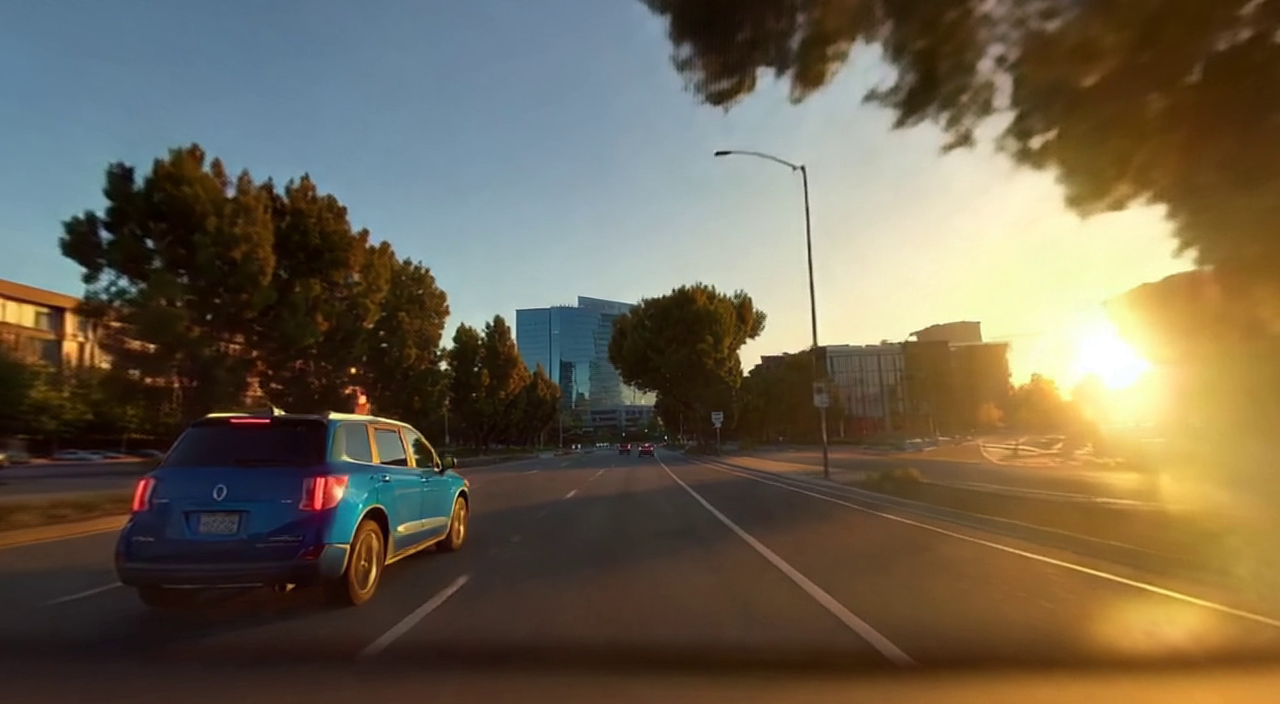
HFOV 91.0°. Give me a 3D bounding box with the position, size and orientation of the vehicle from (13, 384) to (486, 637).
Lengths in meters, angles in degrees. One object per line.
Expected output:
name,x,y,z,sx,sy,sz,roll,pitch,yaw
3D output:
vehicle,-3.216,1.417,6.605,2.033,1.713,4.503,0,-9,0

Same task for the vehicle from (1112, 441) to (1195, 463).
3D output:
vehicle,37.471,7.308,45.993,4.447,1.464,1.793,1,-9,0
